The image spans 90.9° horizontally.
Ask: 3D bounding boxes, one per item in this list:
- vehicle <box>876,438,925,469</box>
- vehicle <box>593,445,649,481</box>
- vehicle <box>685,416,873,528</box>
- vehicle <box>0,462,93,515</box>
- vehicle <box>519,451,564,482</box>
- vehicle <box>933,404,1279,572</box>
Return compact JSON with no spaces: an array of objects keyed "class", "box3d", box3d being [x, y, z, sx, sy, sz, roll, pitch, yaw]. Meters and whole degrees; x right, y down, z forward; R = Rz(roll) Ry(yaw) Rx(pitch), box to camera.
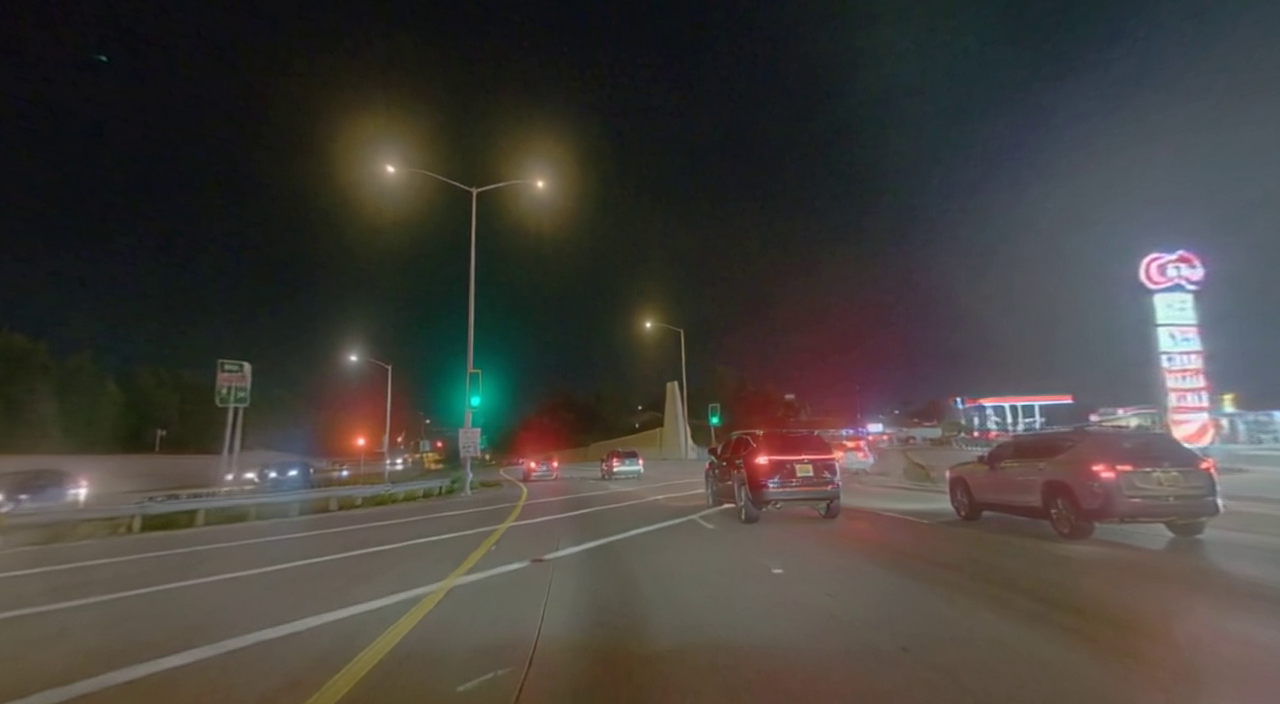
[{"class":"vehicle","box3d":[14.115,5.424,33.956,1.945,1.528,5.044,-6,-10,26]},{"class":"vehicle","box3d":[-0.995,5.370,30.832,2.012,1.612,4.114,1,-8,-12]},{"class":"vehicle","box3d":[2.459,2.298,12.726,2.184,1.777,4.712,0,-8,-7]},{"class":"vehicle","box3d":[-20.861,4.561,21.320,1.821,1.521,3.874,1,-8,-12]},{"class":"vehicle","box3d":[-5.646,6.454,35.832,2.107,1.527,4.174,2,-8,-15]},{"class":"vehicle","box3d":[5.988,1.629,8.369,1.881,1.604,4.289,0,-8,-4]}]
